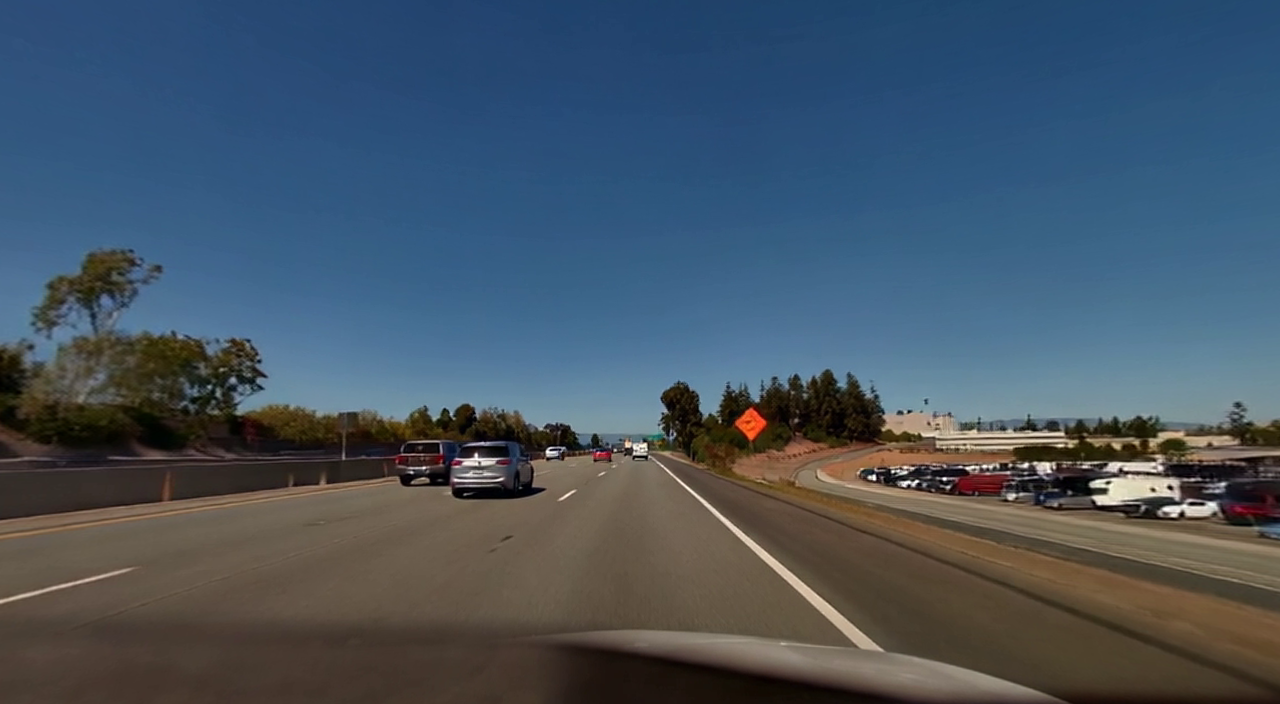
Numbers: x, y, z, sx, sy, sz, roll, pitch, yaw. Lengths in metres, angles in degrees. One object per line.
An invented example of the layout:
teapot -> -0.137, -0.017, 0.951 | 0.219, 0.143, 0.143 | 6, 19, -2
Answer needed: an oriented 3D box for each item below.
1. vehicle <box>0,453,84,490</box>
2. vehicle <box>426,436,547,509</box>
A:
vehicle -> -29.701, 5.678, 30.119 | 1.863, 1.612, 4.639 | 0, -9, 2
vehicle -> -3.882, 3.128, 16.771 | 2.070, 1.665, 4.213 | 0, -9, 1
